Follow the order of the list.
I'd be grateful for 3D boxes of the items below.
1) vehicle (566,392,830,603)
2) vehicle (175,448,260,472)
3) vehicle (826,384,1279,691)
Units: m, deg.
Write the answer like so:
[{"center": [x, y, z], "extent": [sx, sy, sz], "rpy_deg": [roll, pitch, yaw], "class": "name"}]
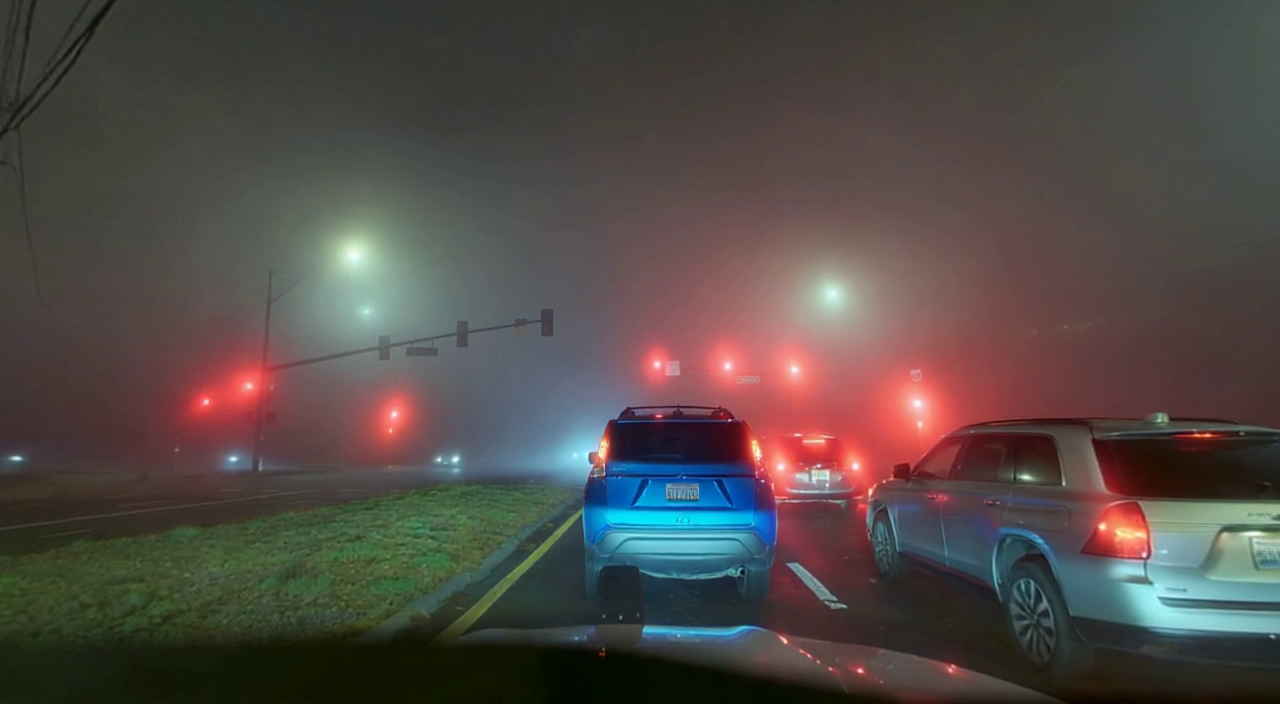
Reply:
[{"center": [0.443, 1.557, 7.621], "extent": [2.240, 1.778, 4.335], "rpy_deg": [0, -8, -1], "class": "vehicle"}, {"center": [-26.500, 6.743, 39.602], "extent": [4.647, 1.453, 1.881], "rpy_deg": [-3, -9, 19], "class": "vehicle"}, {"center": [3.401, 1.339, 5.785], "extent": [1.990, 1.649, 4.625], "rpy_deg": [0, -8, 0], "class": "vehicle"}]
